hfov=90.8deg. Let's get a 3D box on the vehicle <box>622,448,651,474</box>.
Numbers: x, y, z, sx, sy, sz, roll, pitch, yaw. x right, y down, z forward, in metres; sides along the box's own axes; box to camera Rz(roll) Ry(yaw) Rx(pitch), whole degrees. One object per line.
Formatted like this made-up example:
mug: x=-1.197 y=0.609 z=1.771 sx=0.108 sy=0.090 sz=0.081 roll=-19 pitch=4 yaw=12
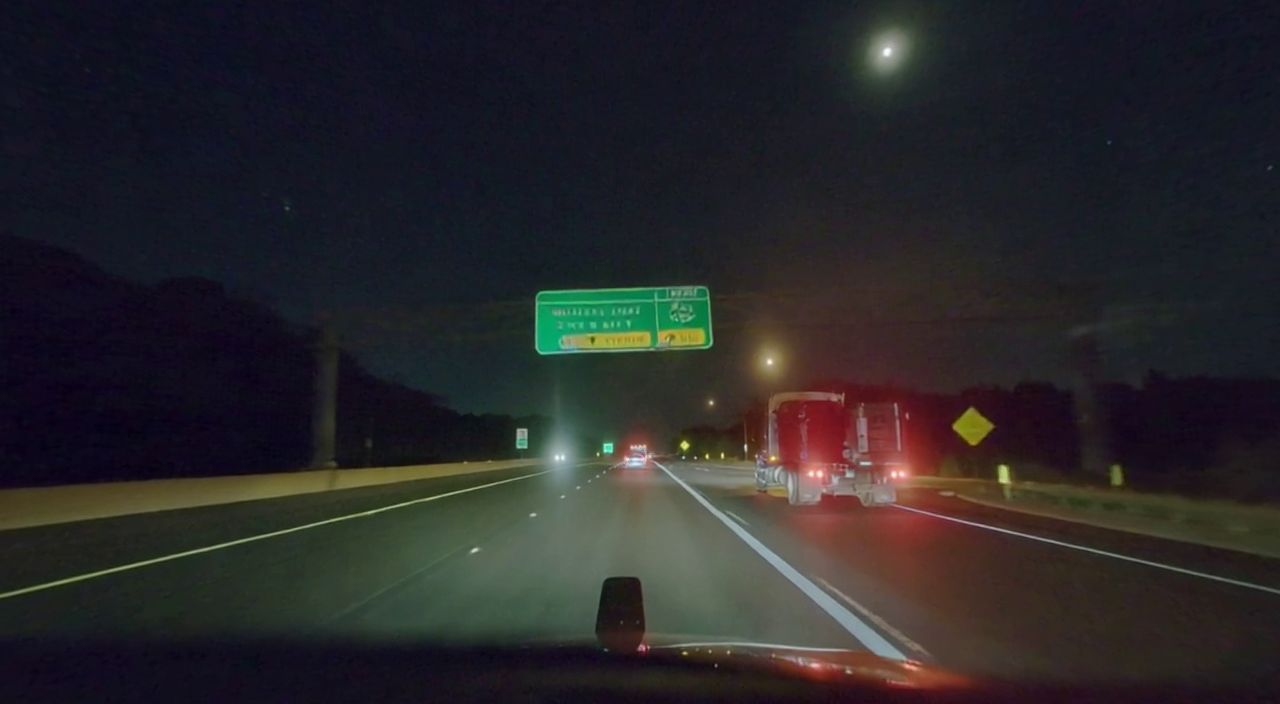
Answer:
vehicle: x=-0.177 y=6.627 z=38.519 sx=1.695 sy=1.437 sz=3.506 roll=0 pitch=-9 yaw=1
